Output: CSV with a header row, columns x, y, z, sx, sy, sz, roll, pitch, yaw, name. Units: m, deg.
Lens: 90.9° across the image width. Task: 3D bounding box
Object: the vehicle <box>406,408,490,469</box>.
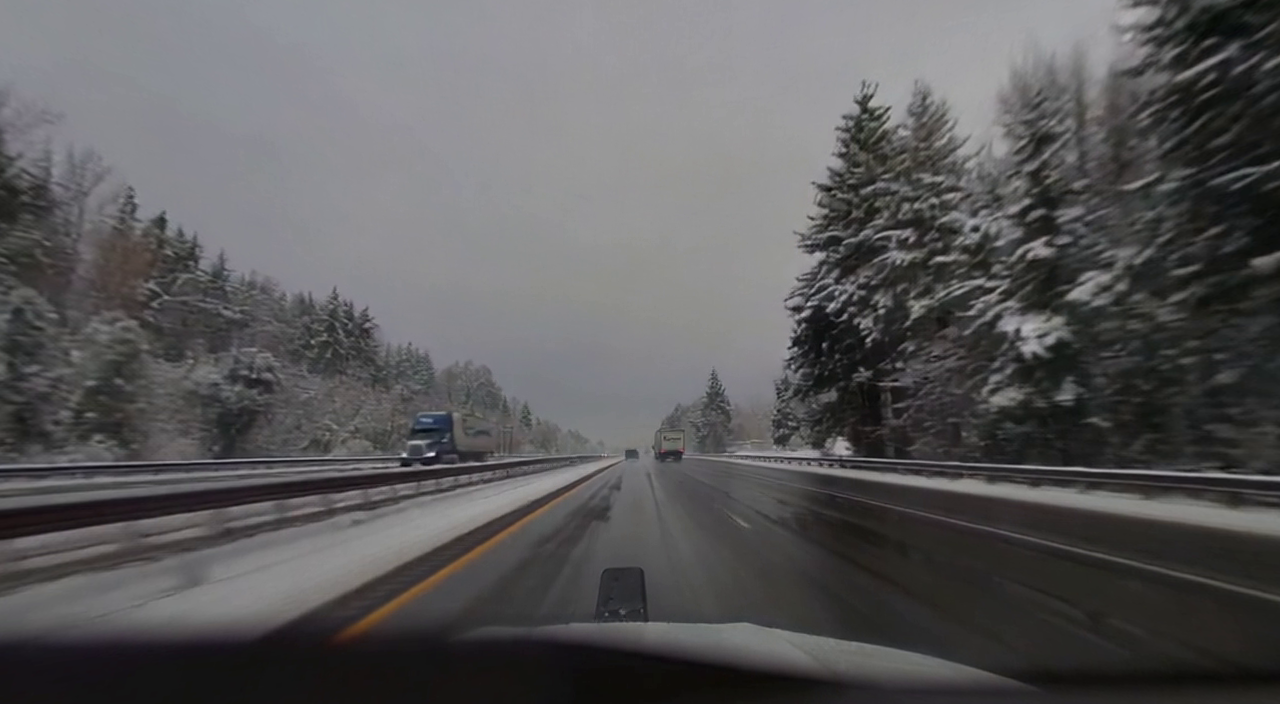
x,y,z,sx,sy,sz,roll,pitch,yaw,name
-13.542,6.312,45.617,3.001,3.888,9.974,0,-9,0,vehicle
